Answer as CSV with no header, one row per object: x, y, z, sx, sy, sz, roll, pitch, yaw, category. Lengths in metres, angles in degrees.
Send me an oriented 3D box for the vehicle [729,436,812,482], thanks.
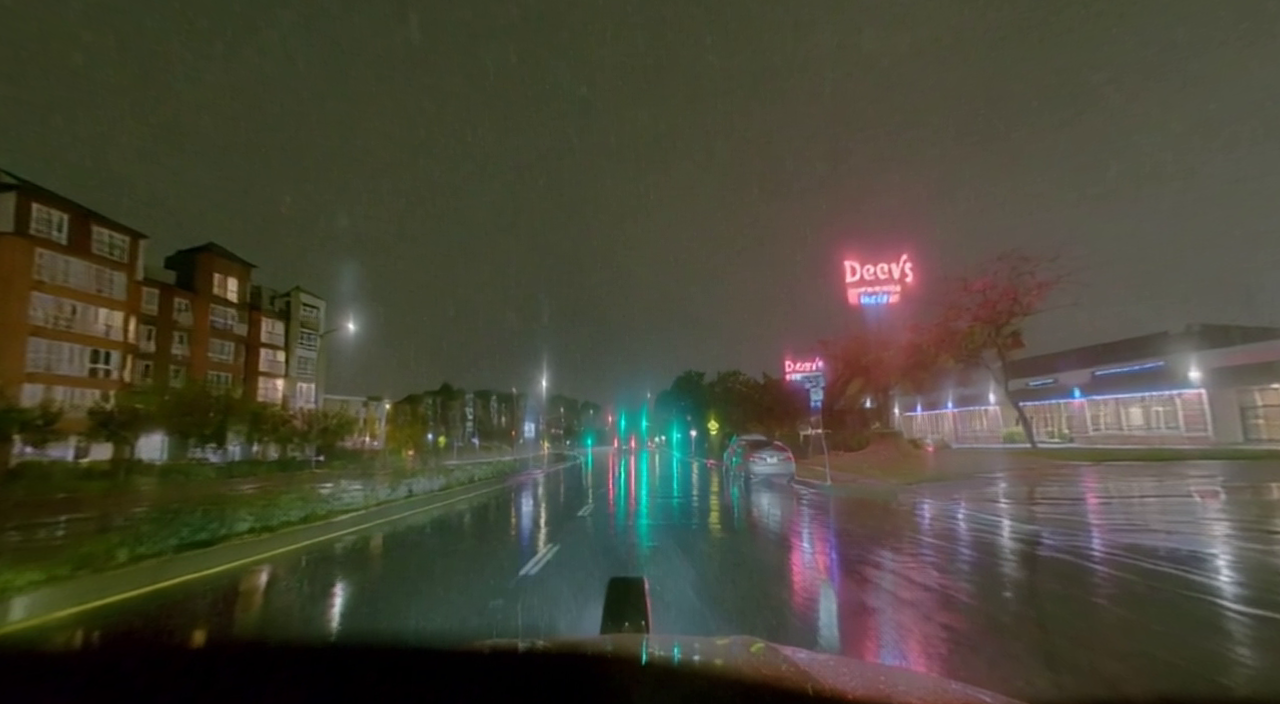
4.700,3.930,23.557,2.085,1.509,5.134,0,-8,1,vehicle
